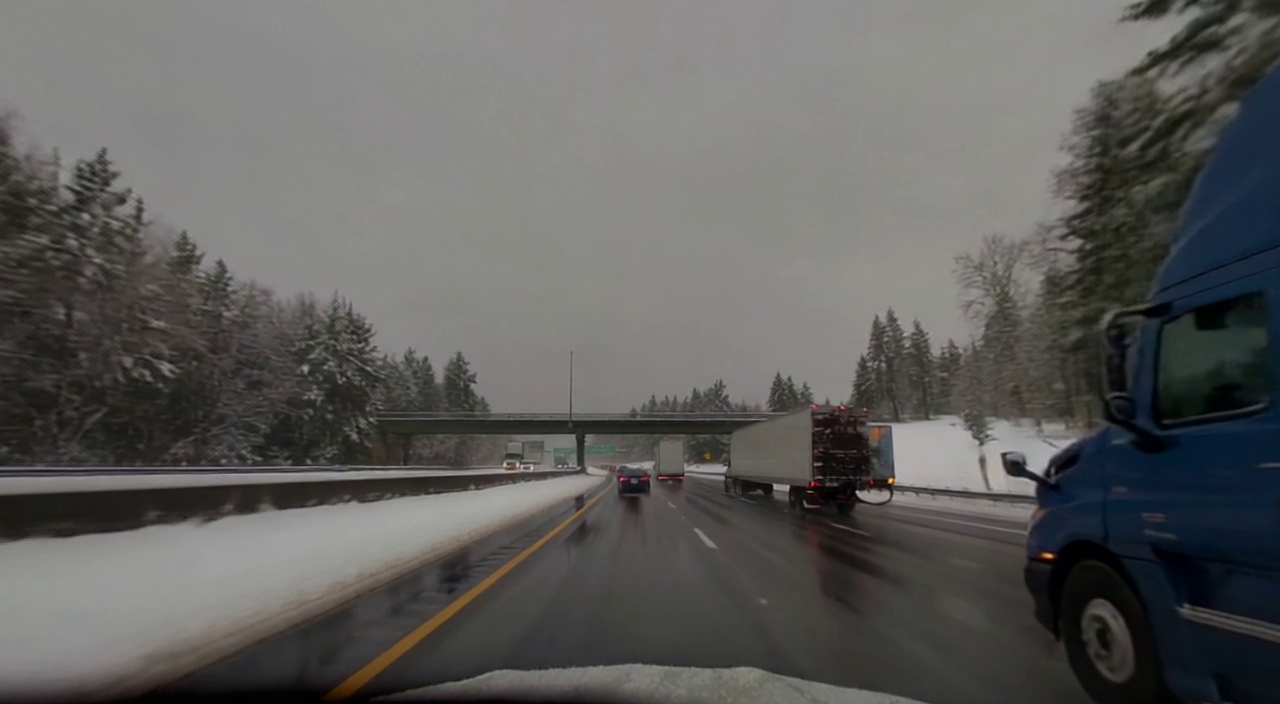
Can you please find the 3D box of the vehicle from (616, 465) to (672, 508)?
[{"bbox_3d":[0.154,5.369,25.402,2.067,1.552,3.601,1,-11,0],"label":"vehicle"}]

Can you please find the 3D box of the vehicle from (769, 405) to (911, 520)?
[{"bbox_3d":[7.356,4.330,24.638,2.839,3.684,8.091,1,-11,0],"label":"vehicle"}]
